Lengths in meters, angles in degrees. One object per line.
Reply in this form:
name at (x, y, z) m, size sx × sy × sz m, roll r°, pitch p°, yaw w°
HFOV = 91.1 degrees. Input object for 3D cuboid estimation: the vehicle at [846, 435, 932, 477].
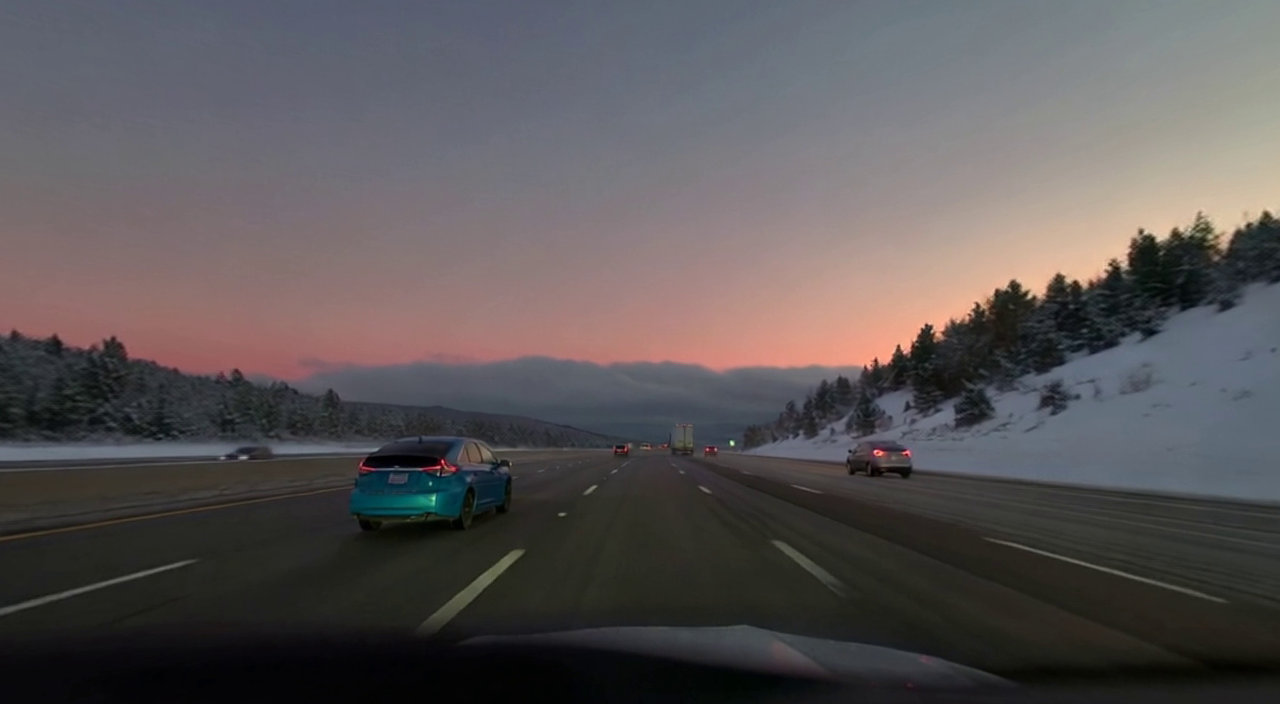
vehicle at (11.234, 4.730, 28.727) m, size 2.062 × 1.736 × 4.589 m, roll 0°, pitch -8°, yaw 0°

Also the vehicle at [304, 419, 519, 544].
vehicle at (-3.348, 1.978, 10.167) m, size 1.967 × 1.615 × 3.886 m, roll 0°, pitch -8°, yaw 1°

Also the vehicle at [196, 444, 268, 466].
vehicle at (-29.296, 7.399, 45.256) m, size 1.932 × 1.497 × 4.792 m, roll 0°, pitch -8°, yaw 1°
